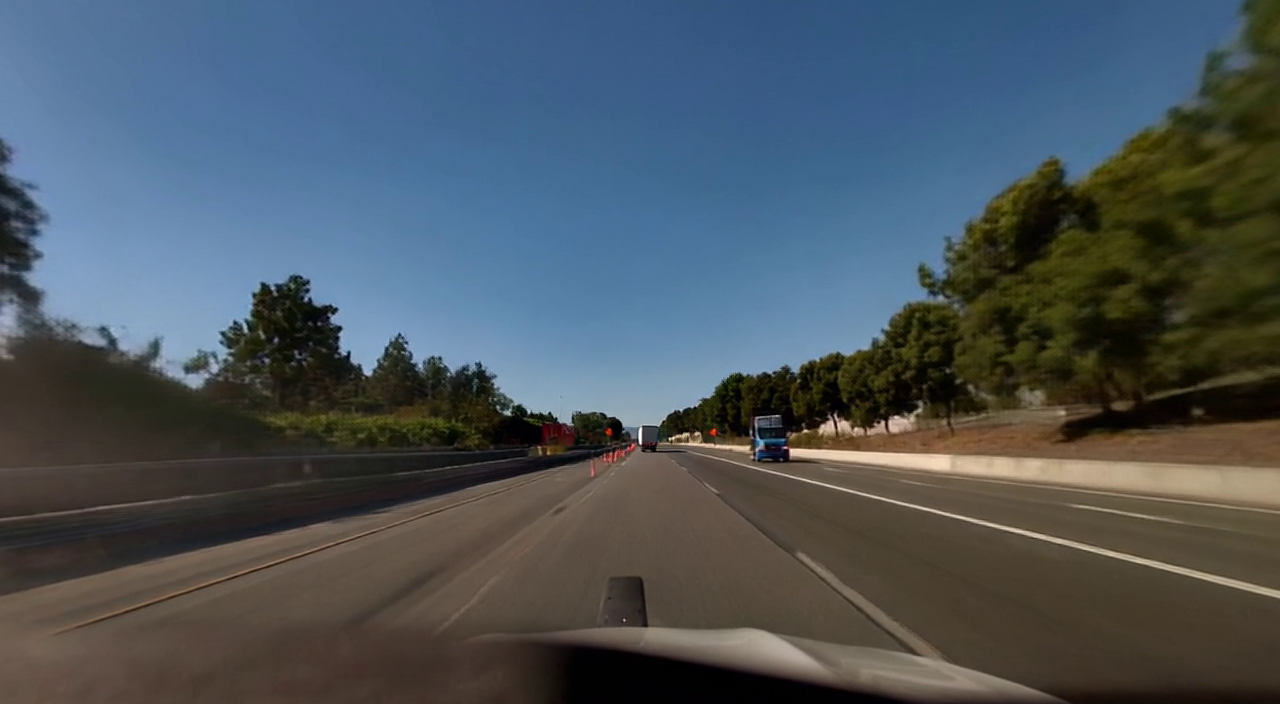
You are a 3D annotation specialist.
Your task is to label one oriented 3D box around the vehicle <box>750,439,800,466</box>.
[{"bbox_3d":[8.565,6.394,40.310,2.611,1.607,3.179,0,-9,2],"label":"vehicle"}]
